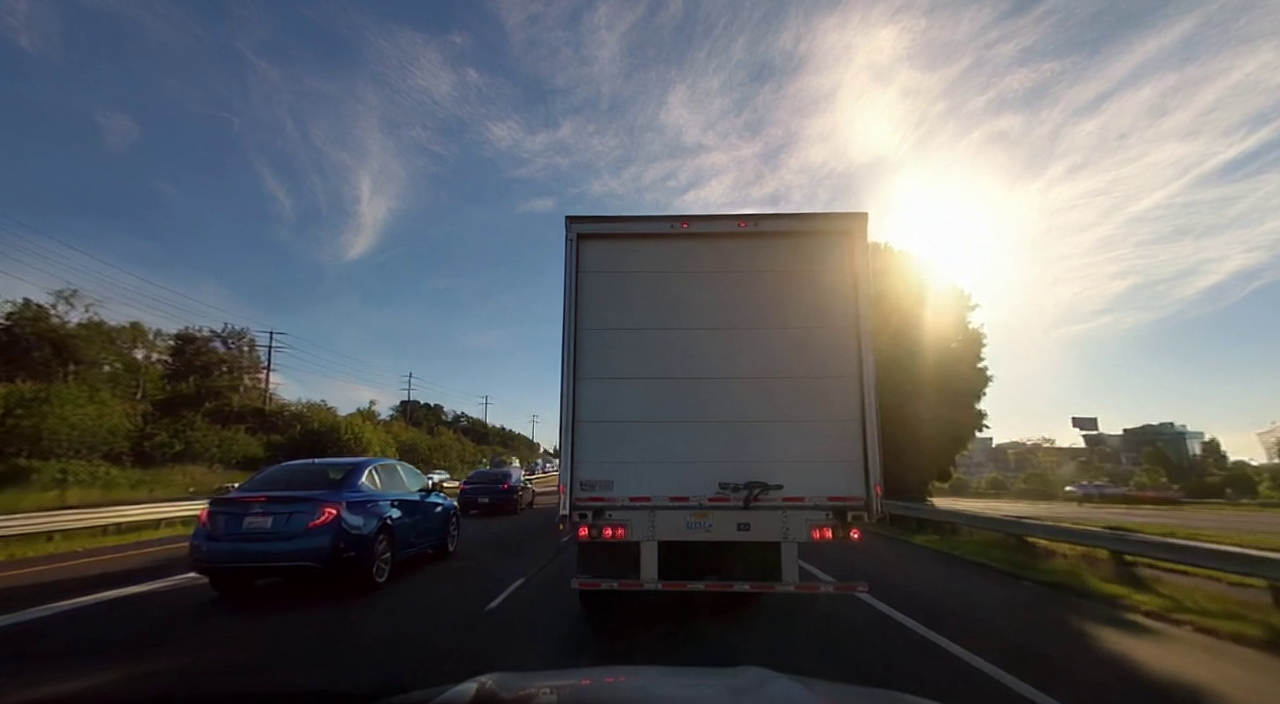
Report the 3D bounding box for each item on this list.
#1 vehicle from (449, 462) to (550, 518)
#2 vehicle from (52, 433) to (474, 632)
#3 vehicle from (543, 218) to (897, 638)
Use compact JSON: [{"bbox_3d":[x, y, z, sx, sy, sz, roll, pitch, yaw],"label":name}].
[{"bbox_3d":[-4.138,4.150,19.350,1.891,1.469,4.431,0,-11,2],"label":"vehicle"},{"bbox_3d":[-3.747,1.934,7.698,1.983,1.575,4.973,0,-11,1],"label":"vehicle"},{"bbox_3d":[0.764,1.326,9.635,2.831,3.529,8.689,0,-11,2],"label":"vehicle"}]
